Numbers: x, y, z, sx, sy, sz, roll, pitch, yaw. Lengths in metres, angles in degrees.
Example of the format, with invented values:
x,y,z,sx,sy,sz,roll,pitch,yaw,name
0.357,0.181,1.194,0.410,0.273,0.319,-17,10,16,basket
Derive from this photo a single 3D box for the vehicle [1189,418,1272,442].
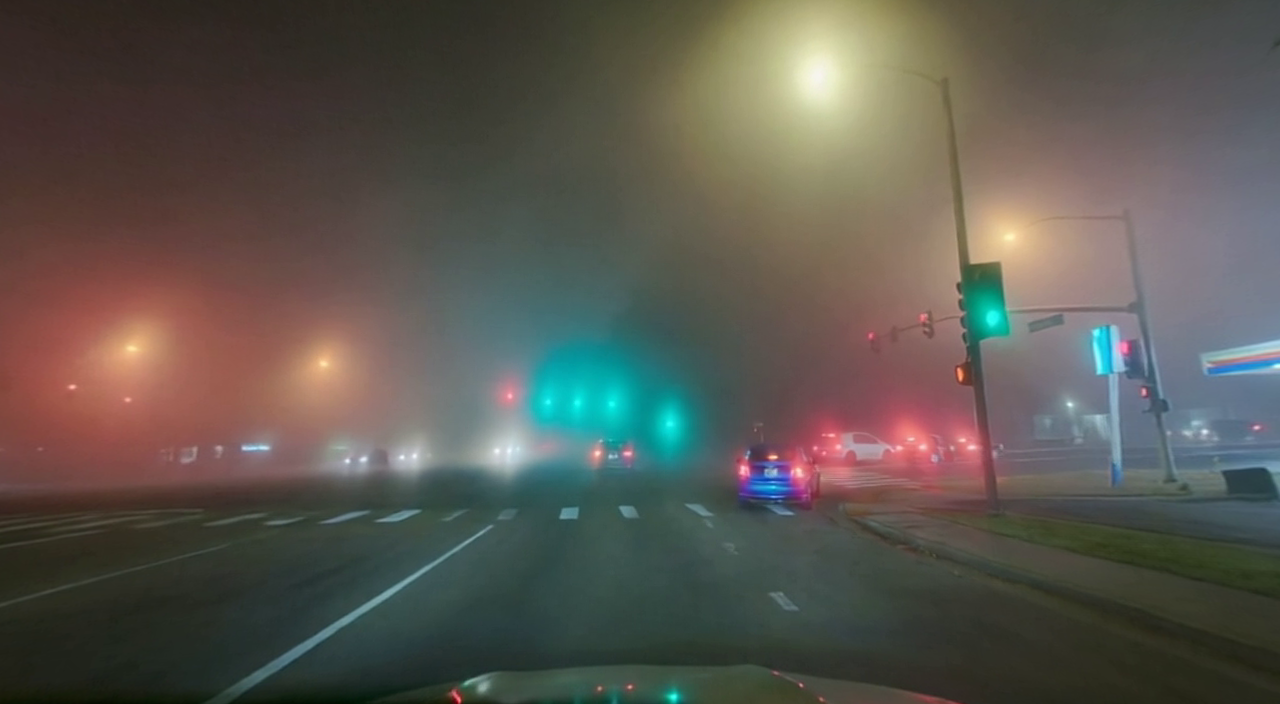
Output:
x,y,z,sx,sy,sz,roll,pitch,yaw,name
40.701,5.421,43.592,3.923,1.619,1.817,0,-8,-2,vehicle

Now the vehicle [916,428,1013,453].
x,y,z,sx,sy,sz,roll,pitch,yaw,name
19.049,5.213,37.250,4.700,1.417,1.789,0,-8,-1,vehicle

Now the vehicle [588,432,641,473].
x,y,z,sx,sy,sz,roll,pitch,yaw,name
-1.098,4.539,28.734,2.210,1.722,4.215,0,-8,-1,vehicle

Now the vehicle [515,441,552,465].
x,y,z,sx,sy,sz,roll,pitch,yaw,name
-7.833,7.455,46.787,2.018,1.692,4.226,0,-8,0,vehicle

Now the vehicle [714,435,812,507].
x,y,z,sx,sy,sz,roll,pitch,yaw,name
3.146,2.814,15.482,1.976,1.462,4.342,-2,-9,15,vehicle

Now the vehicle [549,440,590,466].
x,y,z,sx,sy,sz,roll,pitch,yaw,name
-4.220,6.155,38.587,2.003,1.492,4.291,0,-8,0,vehicle

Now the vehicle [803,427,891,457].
x,y,z,sx,sy,sz,roll,pitch,yaw,name
12.167,5.323,37.276,4.524,1.681,1.823,0,-8,-3,vehicle
